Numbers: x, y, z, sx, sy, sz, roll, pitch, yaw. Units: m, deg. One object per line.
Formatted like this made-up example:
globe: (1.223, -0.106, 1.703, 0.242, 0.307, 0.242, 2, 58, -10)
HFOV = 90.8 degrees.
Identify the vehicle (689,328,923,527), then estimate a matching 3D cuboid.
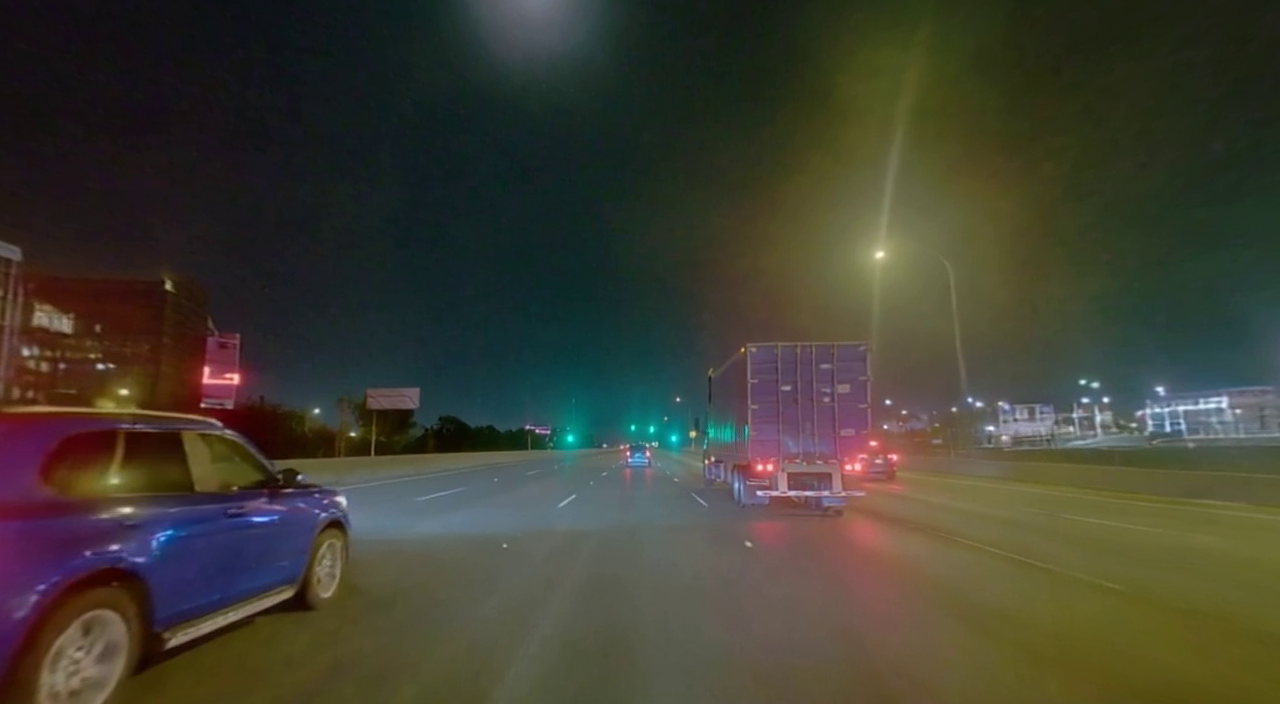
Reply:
vehicle: (3.177, 2.046, 16.099, 2.934, 3.325, 10.986, 0, -8, 0)

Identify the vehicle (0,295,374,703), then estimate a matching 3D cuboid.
vehicle: (-3.388, 0.820, 2.948, 2.229, 1.806, 4.698, 0, -8, 0)

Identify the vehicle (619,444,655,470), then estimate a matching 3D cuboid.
vehicle: (-0.163, 5.951, 36.022, 1.929, 1.395, 3.999, 0, -8, 0)
